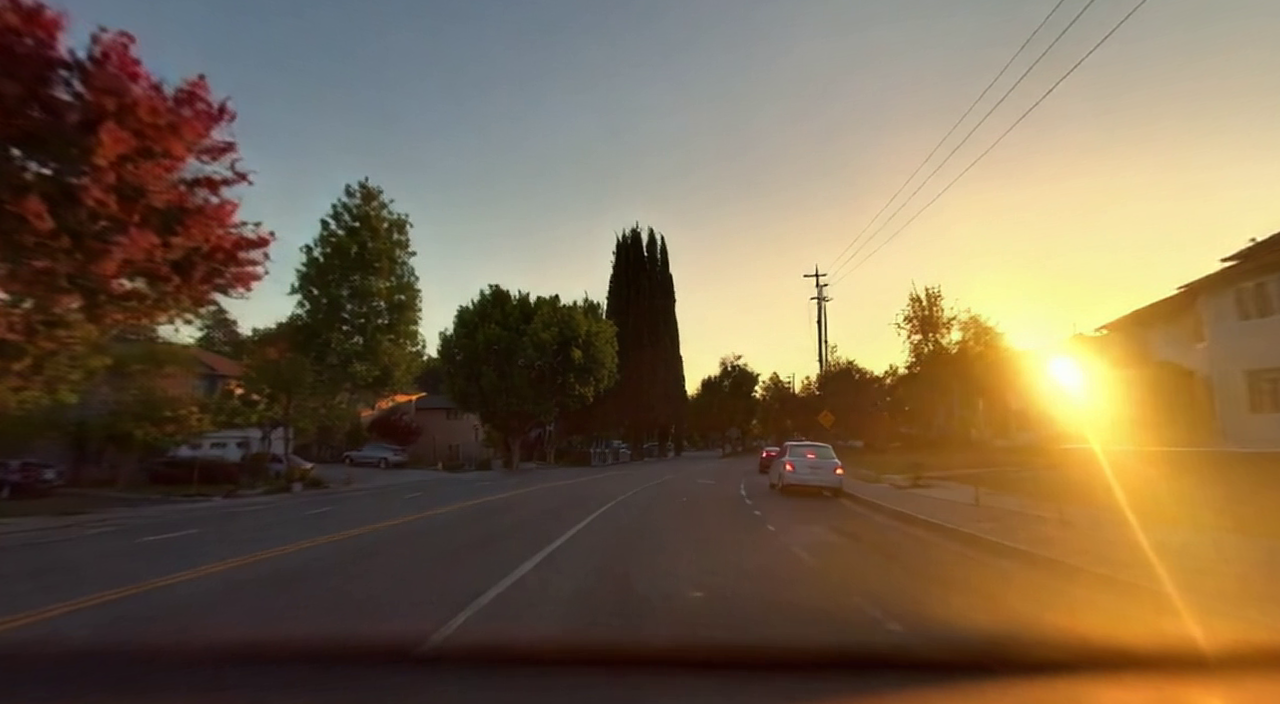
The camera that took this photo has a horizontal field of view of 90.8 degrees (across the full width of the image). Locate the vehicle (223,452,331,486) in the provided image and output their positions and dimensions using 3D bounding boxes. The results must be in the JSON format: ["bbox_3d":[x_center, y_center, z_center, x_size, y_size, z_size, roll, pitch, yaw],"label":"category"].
[{"bbox_3d":[-17.469,5.597,30.467,4.284,1.549,1.828,-2,-9,12],"label":"vehicle"}]

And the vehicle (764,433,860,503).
[{"bbox_3d":[4.914,3.349,18.687,1.989,1.782,4.351,-1,-9,6],"label":"vehicle"}]

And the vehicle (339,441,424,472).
[{"bbox_3d":[-18.290,7.387,44.782,5.134,2.110,2.040,-1,-9,6],"label":"vehicle"}]
